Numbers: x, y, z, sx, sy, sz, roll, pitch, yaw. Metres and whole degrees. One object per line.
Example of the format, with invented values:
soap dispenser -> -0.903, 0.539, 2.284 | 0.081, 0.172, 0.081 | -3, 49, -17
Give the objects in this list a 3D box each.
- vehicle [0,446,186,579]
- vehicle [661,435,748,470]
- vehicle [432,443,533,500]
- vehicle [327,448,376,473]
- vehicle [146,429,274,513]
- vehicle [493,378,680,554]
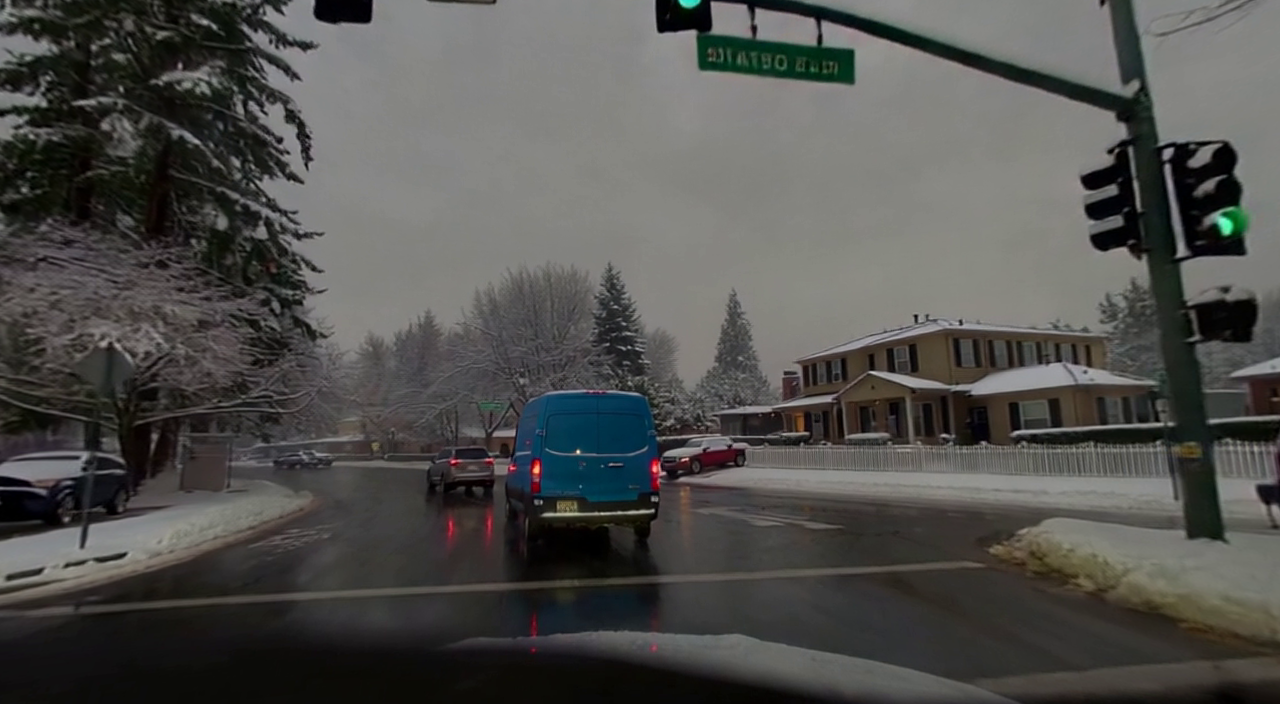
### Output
vehicle -> -8.550, 2.066, 8.853 | 1.952, 1.461, 4.377 | 2, -9, -14
vehicle -> 3.554, 5.458, 34.392 | 4.559, 1.754, 1.985 | 6, -11, -37
vehicle -> -4.761, 3.429, 18.608 | 2.008, 1.445, 4.386 | 4, -9, -25
vehicle -> -18.461, 6.890, 40.351 | 1.911, 1.493, 4.291 | 6, -11, -36
vehicle -> -11.516, 3.154, 17.366 | 2.228, 1.871, 5.492 | 4, -10, -28
vehicle -> -1.163, 1.764, 10.333 | 2.213, 2.124, 4.809 | 2, -9, -15
